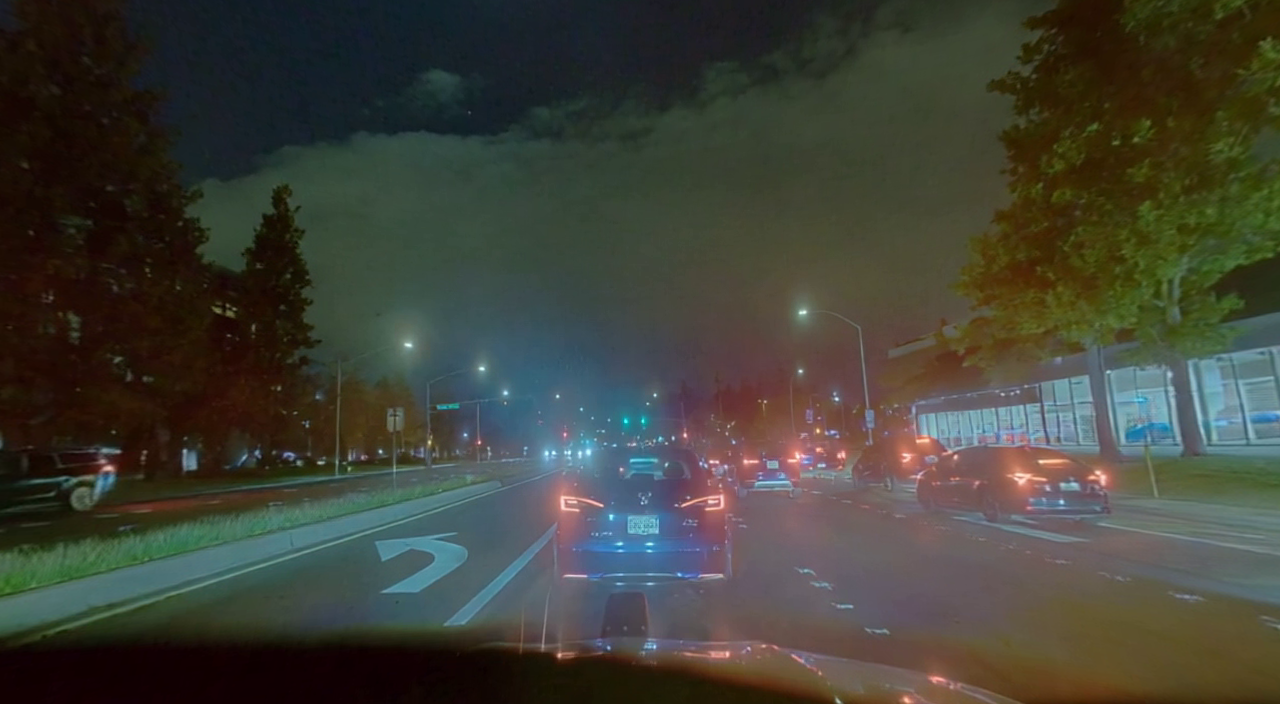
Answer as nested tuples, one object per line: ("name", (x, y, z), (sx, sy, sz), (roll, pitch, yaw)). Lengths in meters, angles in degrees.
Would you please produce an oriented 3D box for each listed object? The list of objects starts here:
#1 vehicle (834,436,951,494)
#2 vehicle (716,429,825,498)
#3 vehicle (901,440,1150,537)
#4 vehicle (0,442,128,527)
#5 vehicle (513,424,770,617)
("vehicle", (7.939, 3.565, 20.371), (1.963, 1.637, 4.527), (0, -8, 1))
("vehicle", (3.621, 3.200, 18.461), (2.114, 1.736, 4.553), (0, -8, -1))
("vehicle", (6.837, 2.417, 11.916), (1.911, 1.468, 4.417), (0, -8, 0))
("vehicle", (-14.462, 2.922, 14.251), (2.163, 1.743, 4.428), (0, -8, -4))
("vehicle", (-0.019, 1.624, 7.115), (1.977, 1.465, 4.376), (0, -8, -1))
